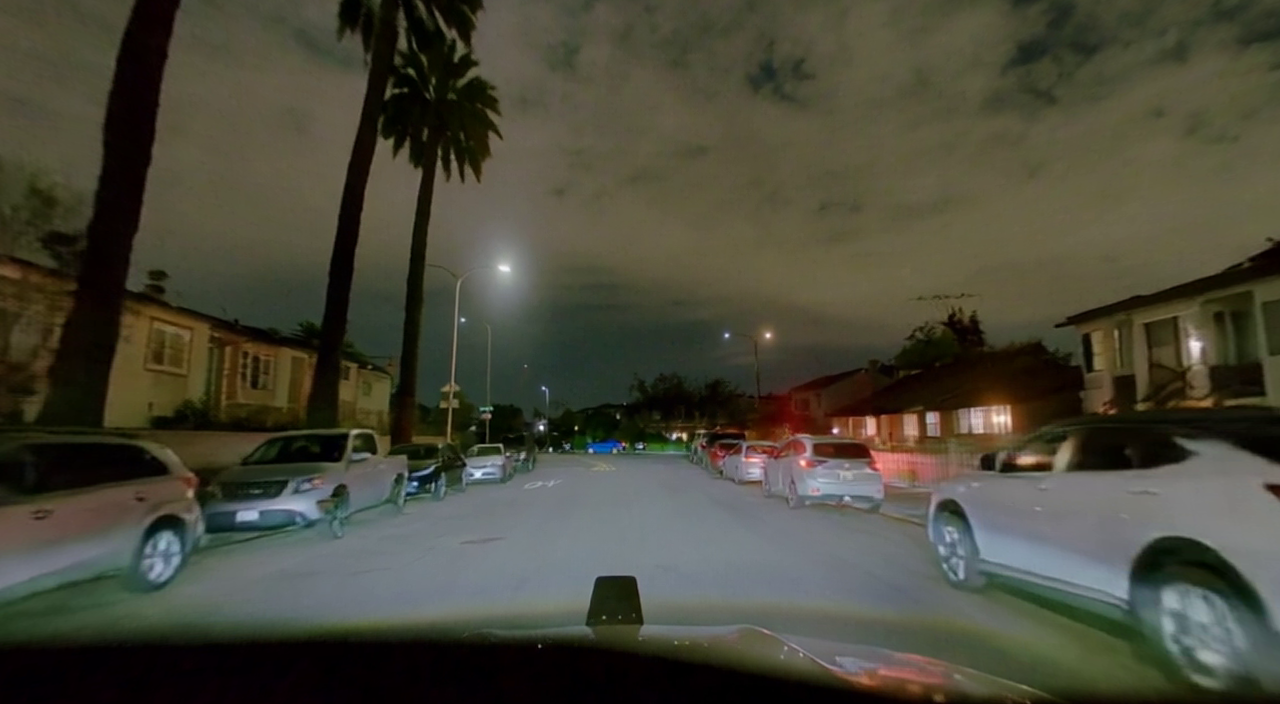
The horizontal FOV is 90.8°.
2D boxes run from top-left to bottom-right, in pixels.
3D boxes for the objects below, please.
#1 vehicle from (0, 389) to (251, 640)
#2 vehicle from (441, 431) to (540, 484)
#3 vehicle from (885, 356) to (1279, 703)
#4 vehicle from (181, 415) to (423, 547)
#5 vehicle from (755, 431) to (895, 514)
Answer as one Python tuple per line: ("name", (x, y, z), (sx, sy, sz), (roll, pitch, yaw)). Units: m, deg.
("vehicle", (-5.660, 1.308, 5.420), (1.947, 1.803, 4.381), (0, -8, -2))
("vehicle", (-5.640, 4.062, 24.808), (2.316, 1.808, 5.876), (0, -8, 1))
("vehicle", (3.847, 1.196, 4.617), (2.116, 1.817, 4.652), (0, -8, -1))
("vehicle", (-5.686, 2.193, 11.553), (1.963, 1.859, 4.884), (0, -8, -4))
("vehicle", (4.094, 2.721, 14.792), (1.998, 1.649, 4.175), (0, -8, 0))
